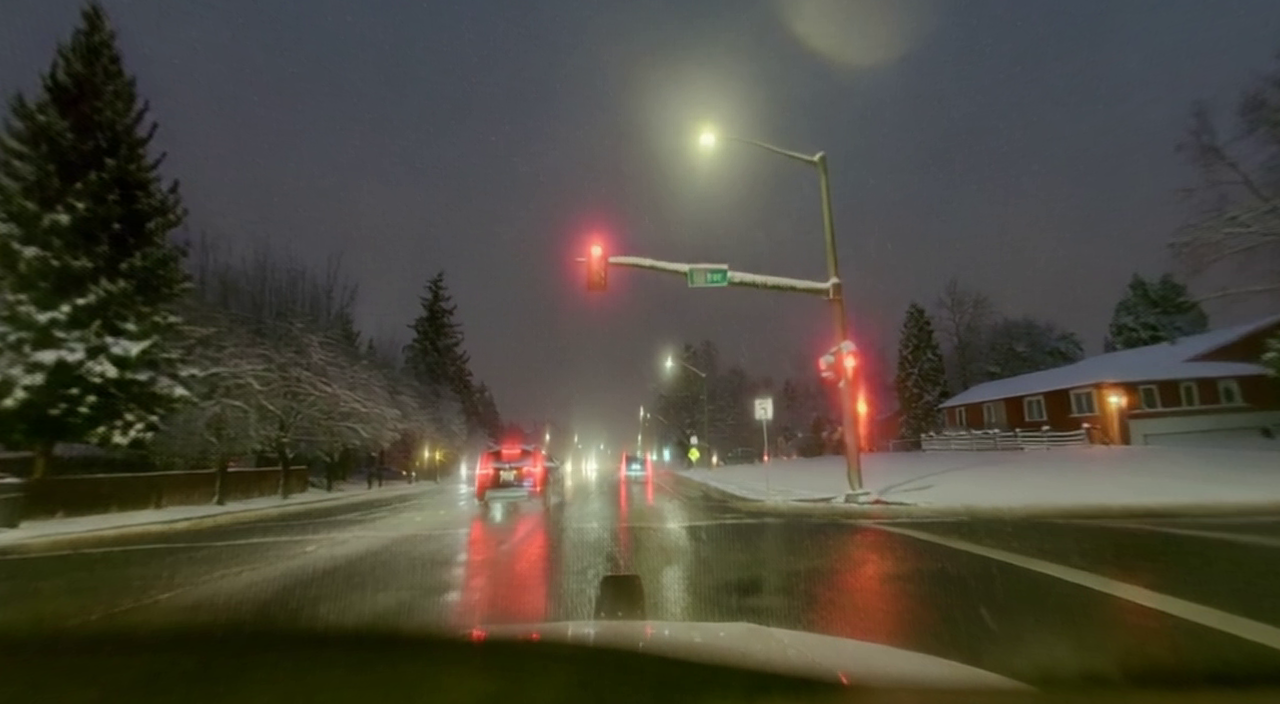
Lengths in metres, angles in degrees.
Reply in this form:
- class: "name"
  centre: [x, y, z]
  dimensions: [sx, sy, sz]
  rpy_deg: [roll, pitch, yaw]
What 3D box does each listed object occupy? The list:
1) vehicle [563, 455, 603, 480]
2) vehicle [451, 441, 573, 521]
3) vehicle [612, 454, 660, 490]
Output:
- class: "vehicle"
  centre: [-3.776, 7.774, 42.737]
  dimensions: [2.268, 1.522, 4.350]
  rpy_deg: [0, -8, 0]
- class: "vehicle"
  centre: [-3.119, 3.227, 16.482]
  dimensions: [2.157, 1.771, 4.452]
  rpy_deg: [0, -8, 1]
- class: "vehicle"
  centre: [-0.164, 5.521, 29.351]
  dimensions: [2.062, 1.518, 3.901]
  rpy_deg: [0, -8, 0]
